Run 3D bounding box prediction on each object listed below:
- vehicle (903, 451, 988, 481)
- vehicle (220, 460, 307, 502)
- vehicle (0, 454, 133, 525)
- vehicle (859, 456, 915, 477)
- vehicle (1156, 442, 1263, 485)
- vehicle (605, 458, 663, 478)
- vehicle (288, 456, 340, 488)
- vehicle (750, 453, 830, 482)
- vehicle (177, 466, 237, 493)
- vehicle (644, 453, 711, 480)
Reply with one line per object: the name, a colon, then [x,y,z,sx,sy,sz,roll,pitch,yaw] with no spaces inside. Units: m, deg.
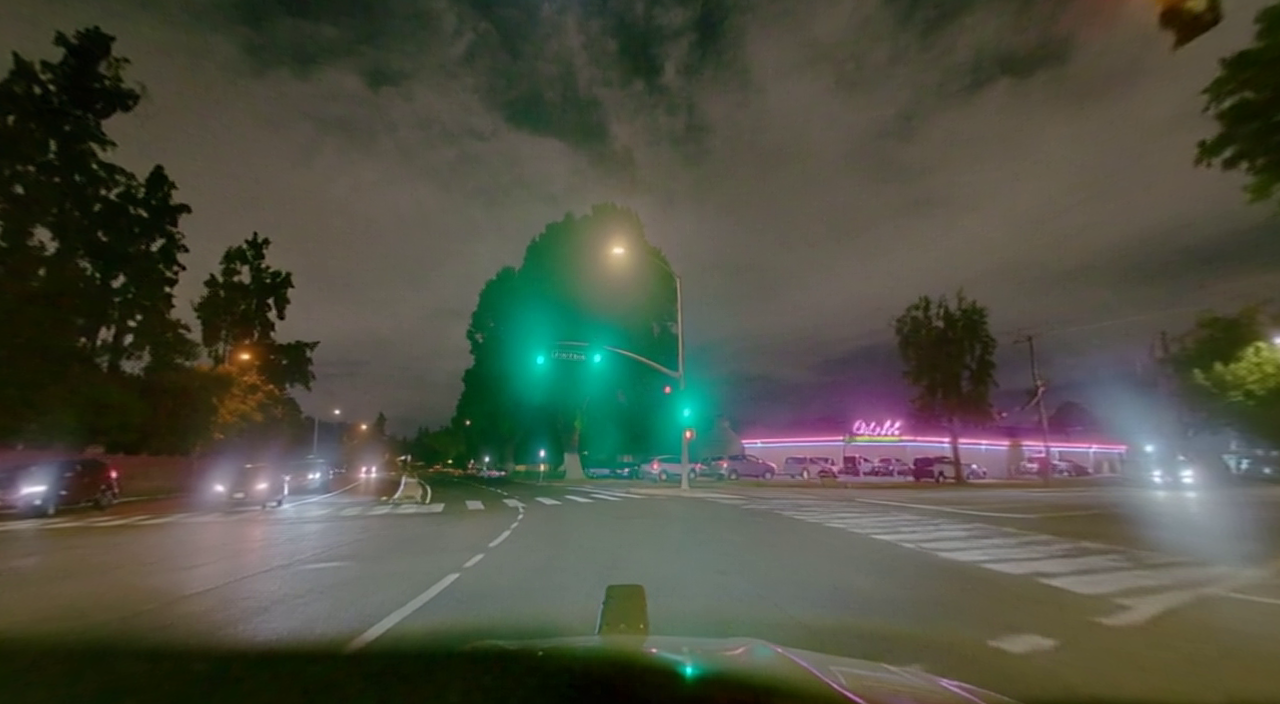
vehicle: [18.490,6.862,38.144,4.530,1.696,1.979,3,-9,-22]
vehicle: [-15.915,5.432,26.929,1.961,1.492,4.702,2,-9,-16]
vehicle: [-17.717,3.978,18.748,2.124,1.793,4.709,2,-9,-13]
vehicle: [18.735,8.673,47.730,4.324,1.437,1.865,6,-11,-35]
vehicle: [26.935,5.208,29.790,4.781,1.849,2.355,5,-10,-32]
vehicle: [-0.477,9.119,49.603,4.257,1.474,1.751,4,-10,-27]
vehicle: [-20.747,7.618,40.343,2.049,1.817,5.292,3,-9,-18]
vehicle: [9.303,7.123,39.082,4.375,1.685,2.045,3,-9,-20]
vehicle: [-28.000,8.252,40.896,1.842,1.474,4.712,3,-9,-18]
vehicle: [2.699,8.120,44.996,4.669,1.770,1.896,6,-11,-37]
